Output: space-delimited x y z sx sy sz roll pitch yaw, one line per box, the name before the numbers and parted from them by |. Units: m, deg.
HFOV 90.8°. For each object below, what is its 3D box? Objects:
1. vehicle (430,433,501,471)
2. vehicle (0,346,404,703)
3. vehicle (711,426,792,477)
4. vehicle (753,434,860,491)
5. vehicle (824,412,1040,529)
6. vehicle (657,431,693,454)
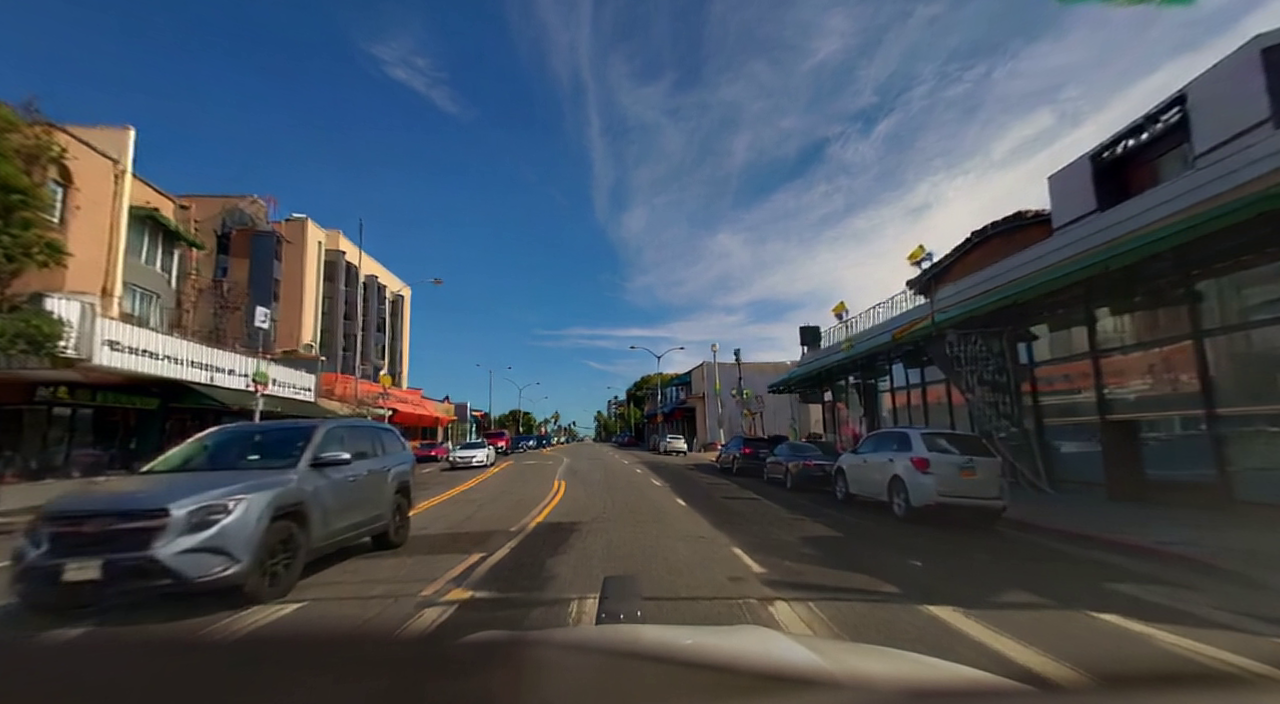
vehicle | -7.402 4.271 27.231 2.095 1.493 4.216 0 -8 -4
vehicle | -3.357 1.077 3.820 2.129 1.744 4.568 0 -8 -1
vehicle | 4.336 3.967 25.545 2.059 1.804 5.182 0 -8 -4
vehicle | 4.967 3.324 19.472 1.915 1.569 4.117 1 -8 -4
vehicle | 5.611 2.316 13.030 1.945 1.931 4.778 0 -8 -3
vehicle | 2.497 6.570 46.161 1.957 1.572 4.418 1 -8 -5
